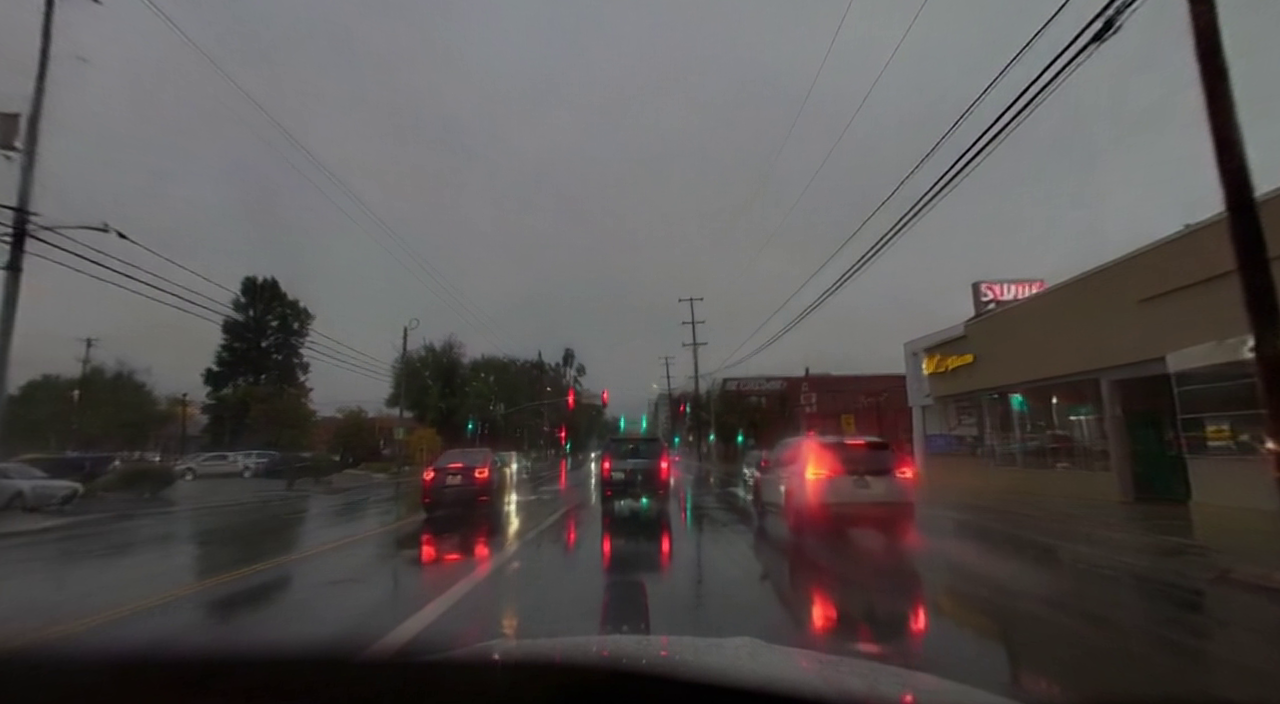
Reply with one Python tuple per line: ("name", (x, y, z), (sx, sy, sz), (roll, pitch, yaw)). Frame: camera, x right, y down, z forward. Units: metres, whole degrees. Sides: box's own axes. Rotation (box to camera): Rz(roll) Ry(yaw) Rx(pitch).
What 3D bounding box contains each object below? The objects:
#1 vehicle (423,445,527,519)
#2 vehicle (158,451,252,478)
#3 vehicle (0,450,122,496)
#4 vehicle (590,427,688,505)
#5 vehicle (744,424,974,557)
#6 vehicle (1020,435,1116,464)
("vehicle", (-4.310, 3.150, 15.973), (1.975, 1.570, 4.456), (3, -9, -21))
("vehicle", (-27.415, 7.092, 39.805), (4.458, 1.608, 2.051), (0, -8, 2))
("vehicle", (-26.380, 5.331, 28.241), (2.123, 1.820, 5.136), (0, -8, -3))
("vehicle", (-0.051, 3.445, 19.619), (2.638, 2.065, 5.313), (0, -8, 0))
("vehicle", (3.367, 2.228, 10.959), (2.276, 1.787, 4.630), (0, -8, -1))
("vehicle", (23.621, 5.394, 34.987), (4.092, 1.496, 1.889), (-4, -9, 25))
